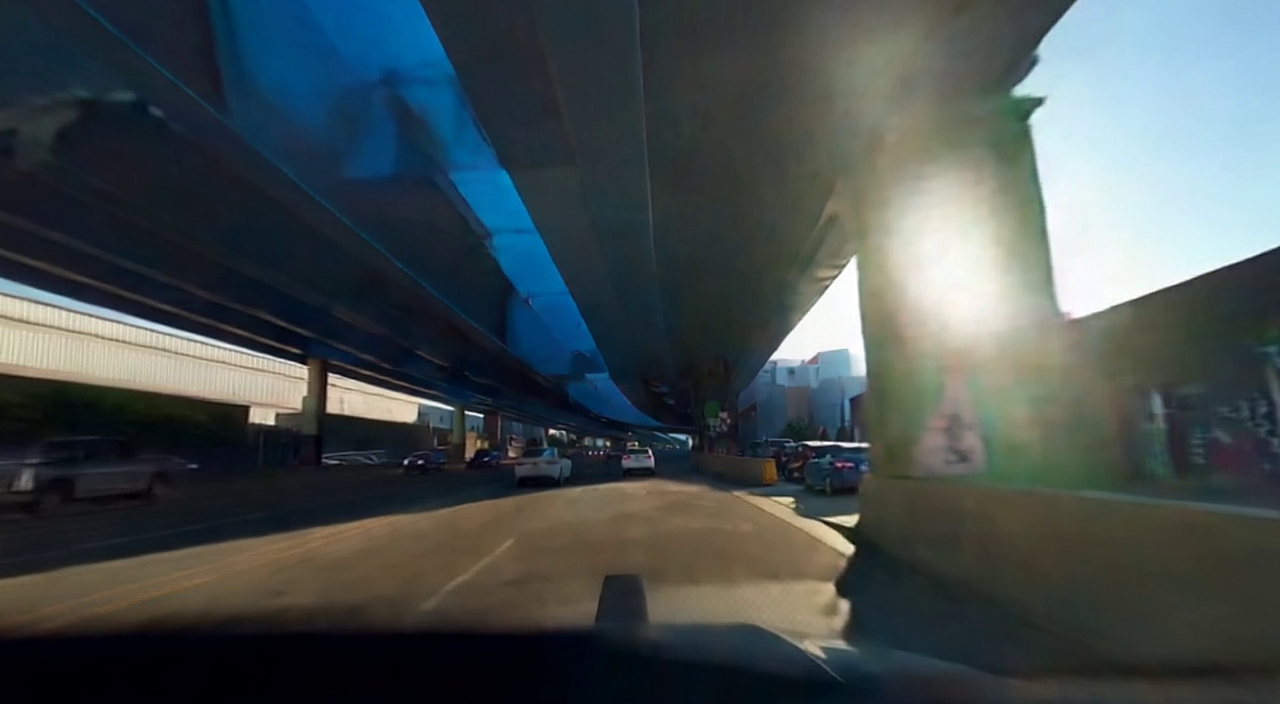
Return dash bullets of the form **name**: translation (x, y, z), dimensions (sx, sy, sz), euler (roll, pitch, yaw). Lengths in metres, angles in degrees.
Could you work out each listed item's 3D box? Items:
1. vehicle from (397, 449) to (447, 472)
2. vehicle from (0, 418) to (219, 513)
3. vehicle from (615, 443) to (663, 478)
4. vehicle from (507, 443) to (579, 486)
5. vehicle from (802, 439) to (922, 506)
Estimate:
- **vehicle**: translation (-16.590, 8.246, 48.317), dimensions (2.056, 1.643, 4.362), euler (-1, -8, 4)
- **vehicle**: translation (-18.213, 3.694, 21.202), dimensions (3.082, 2.608, 6.994), euler (0, -8, 2)
- **vehicle**: translation (-0.013, 5.191, 30.412), dimensions (2.155, 1.571, 3.734), euler (0, -8, 0)
- **vehicle**: translation (-3.704, 4.389, 25.045), dimensions (2.024, 1.533, 4.549), euler (0, -8, 2)
- **vehicle**: translation (6.011, 3.295, 17.683), dimensions (2.023, 1.627, 3.971), euler (0, -9, 2)
